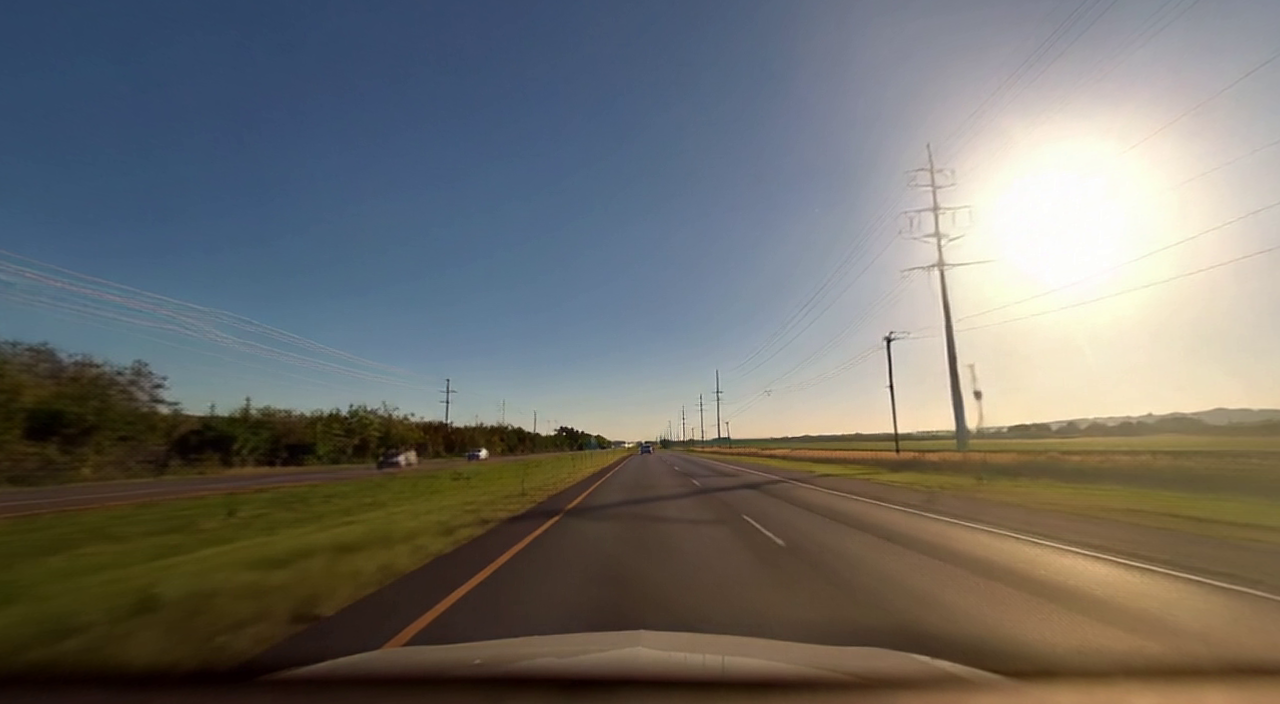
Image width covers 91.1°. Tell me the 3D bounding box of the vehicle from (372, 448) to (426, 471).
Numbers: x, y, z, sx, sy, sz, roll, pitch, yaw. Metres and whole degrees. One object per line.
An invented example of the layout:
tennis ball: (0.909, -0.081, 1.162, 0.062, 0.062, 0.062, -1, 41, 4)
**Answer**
vehicle: (-16.525, 7.359, 43.251, 1.874, 1.441, 4.450, 0, -8, 1)
